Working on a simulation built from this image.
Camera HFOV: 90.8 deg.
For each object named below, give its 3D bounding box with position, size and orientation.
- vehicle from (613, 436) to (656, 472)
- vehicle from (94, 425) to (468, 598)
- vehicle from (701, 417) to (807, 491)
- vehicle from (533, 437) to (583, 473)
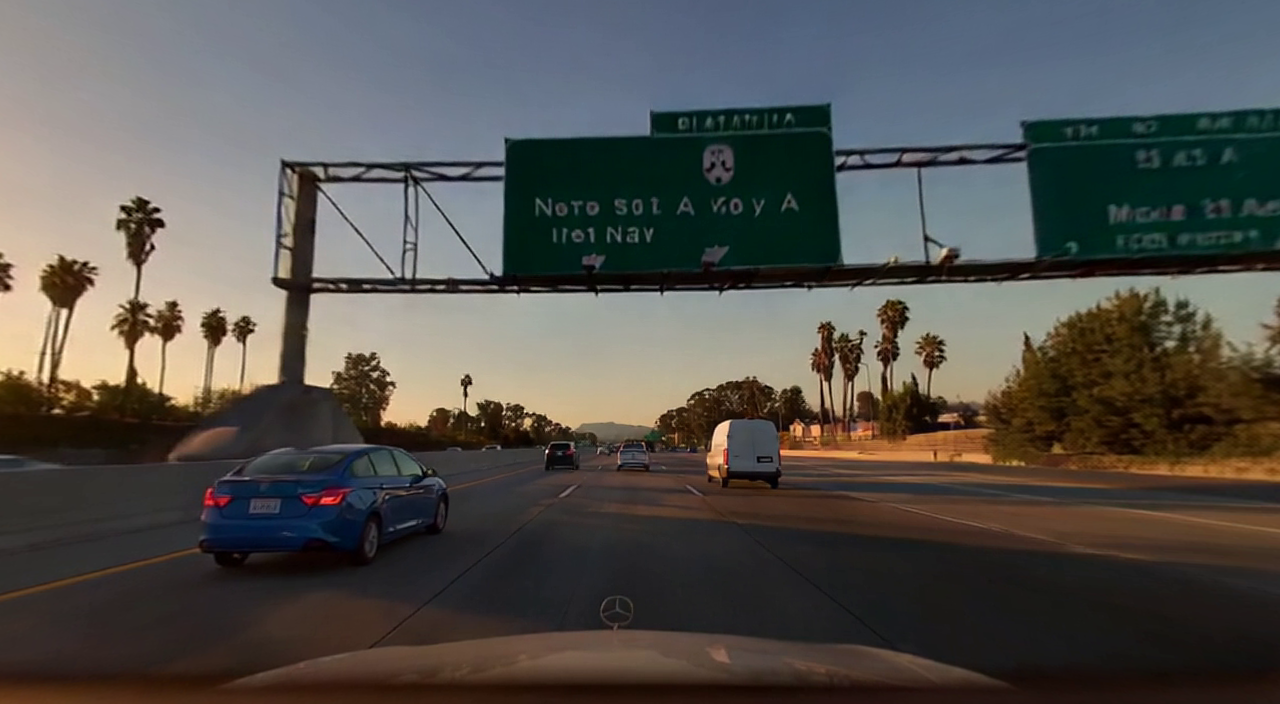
[{"bbox_3d":[-0.304,5.499,34.073,2.212,1.786,4.198,0,-9,-1],"label":"vehicle"},{"bbox_3d":[-3.698,1.712,7.690,1.991,1.469,4.381,0,-9,-1],"label":"vehicle"},{"bbox_3d":[3.502,3.325,20.766,2.250,2.074,5.723,0,-9,-2],"label":"vehicle"},{"bbox_3d":[-4.335,5.537,34.185,2.109,1.793,4.613,0,-9,0],"label":"vehicle"}]
